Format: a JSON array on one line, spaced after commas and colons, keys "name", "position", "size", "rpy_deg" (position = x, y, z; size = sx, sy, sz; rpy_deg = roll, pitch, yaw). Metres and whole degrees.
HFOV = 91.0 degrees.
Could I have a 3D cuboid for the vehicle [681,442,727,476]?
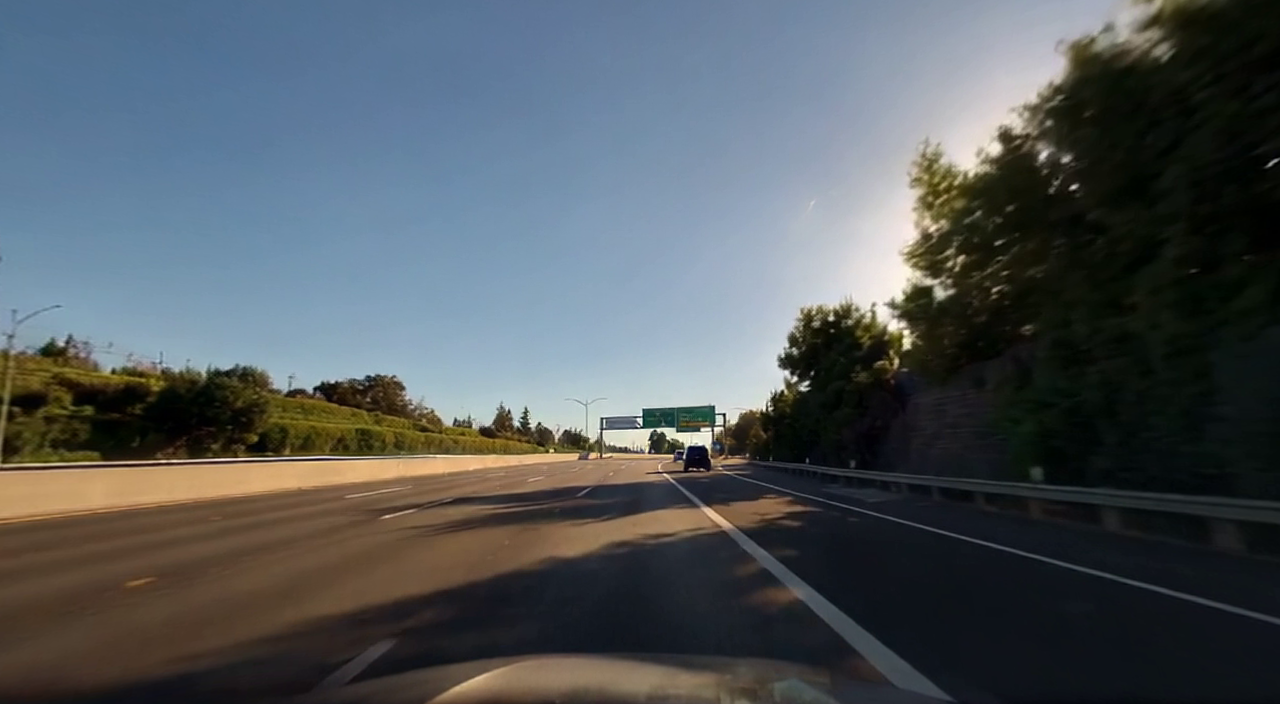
[{"name": "vehicle", "position": [3.680, 6.232, 36.804], "size": [2.225, 1.833, 4.340], "rpy_deg": [0, -9, 0]}]
